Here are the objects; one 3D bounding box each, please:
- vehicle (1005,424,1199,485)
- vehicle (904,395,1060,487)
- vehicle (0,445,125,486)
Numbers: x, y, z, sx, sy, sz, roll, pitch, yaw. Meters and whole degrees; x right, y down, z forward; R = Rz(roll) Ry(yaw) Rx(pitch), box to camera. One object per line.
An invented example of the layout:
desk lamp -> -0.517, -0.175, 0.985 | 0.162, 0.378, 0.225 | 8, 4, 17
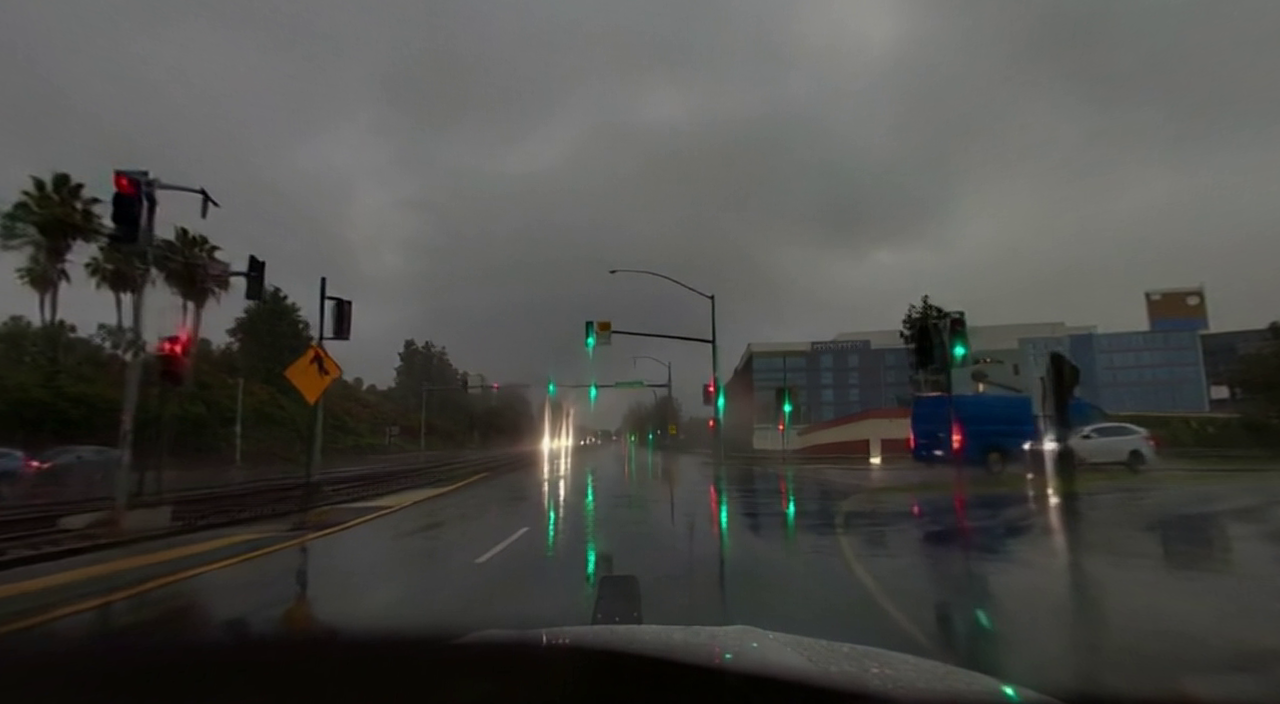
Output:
vehicle -> 17.518, 3.905, 24.096 | 6.055, 2.140, 2.266 | 2, -8, -10
vehicle -> 12.258, 3.208, 22.793 | 4.180, 3.020, 2.606 | 3, -9, -18
vehicle -> -25.425, 4.809, 26.960 | 4.925, 1.634, 2.219 | 0, -9, 2
